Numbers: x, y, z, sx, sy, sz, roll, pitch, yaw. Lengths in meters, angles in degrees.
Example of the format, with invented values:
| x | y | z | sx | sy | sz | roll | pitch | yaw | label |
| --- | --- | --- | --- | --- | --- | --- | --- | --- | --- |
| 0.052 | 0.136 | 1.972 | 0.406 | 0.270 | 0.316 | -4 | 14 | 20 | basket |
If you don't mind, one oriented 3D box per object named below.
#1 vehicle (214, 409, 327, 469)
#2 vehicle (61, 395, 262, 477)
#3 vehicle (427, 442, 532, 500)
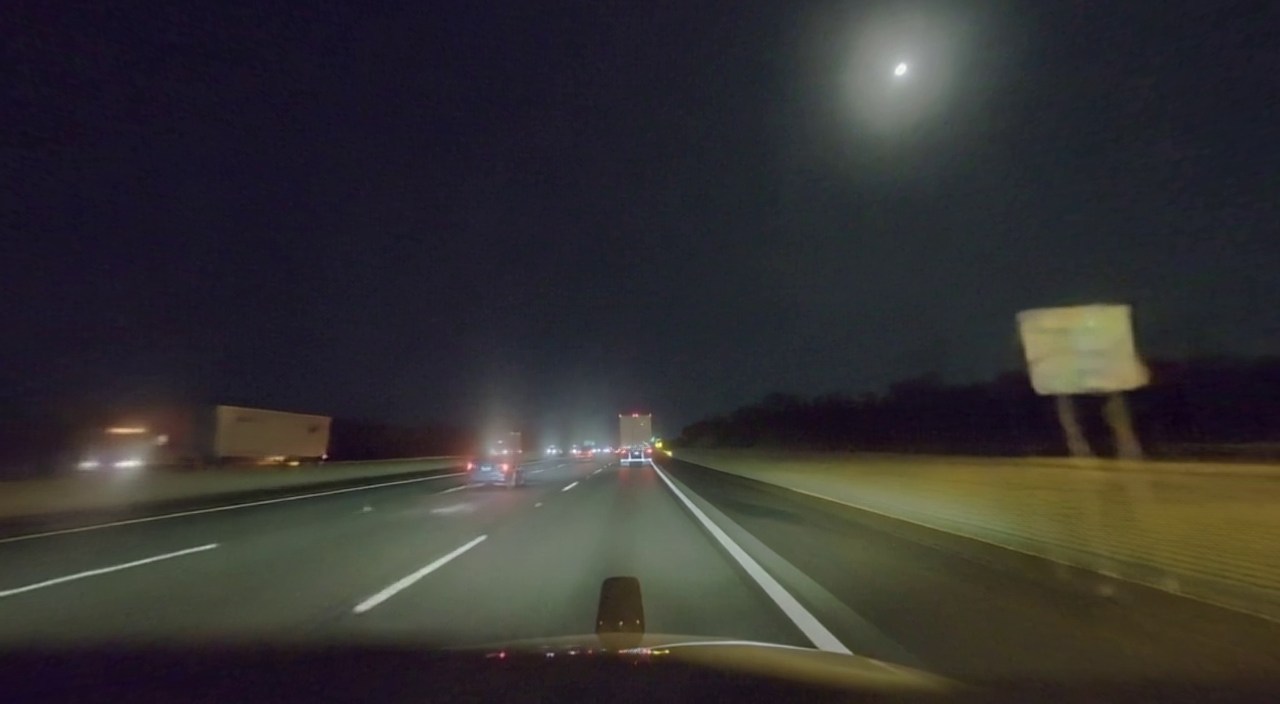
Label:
| x | y | z | sx | sy | sz | roll | pitch | yaw | label |
| --- | --- | --- | --- | --- | --- | --- | --- | --- | --- |
| -25.688 | 6.225 | 44.541 | 2.893 | 3.815 | 8.134 | 0 | -9 | 0 | vehicle |
| -25.804 | 4.791 | 35.125 | 2.928 | 3.848 | 10.370 | 0 | -9 | 0 | vehicle |
| -4.617 | 3.488 | 18.769 | 2.024 | 1.515 | 3.907 | 0 | -9 | 1 | vehicle |
